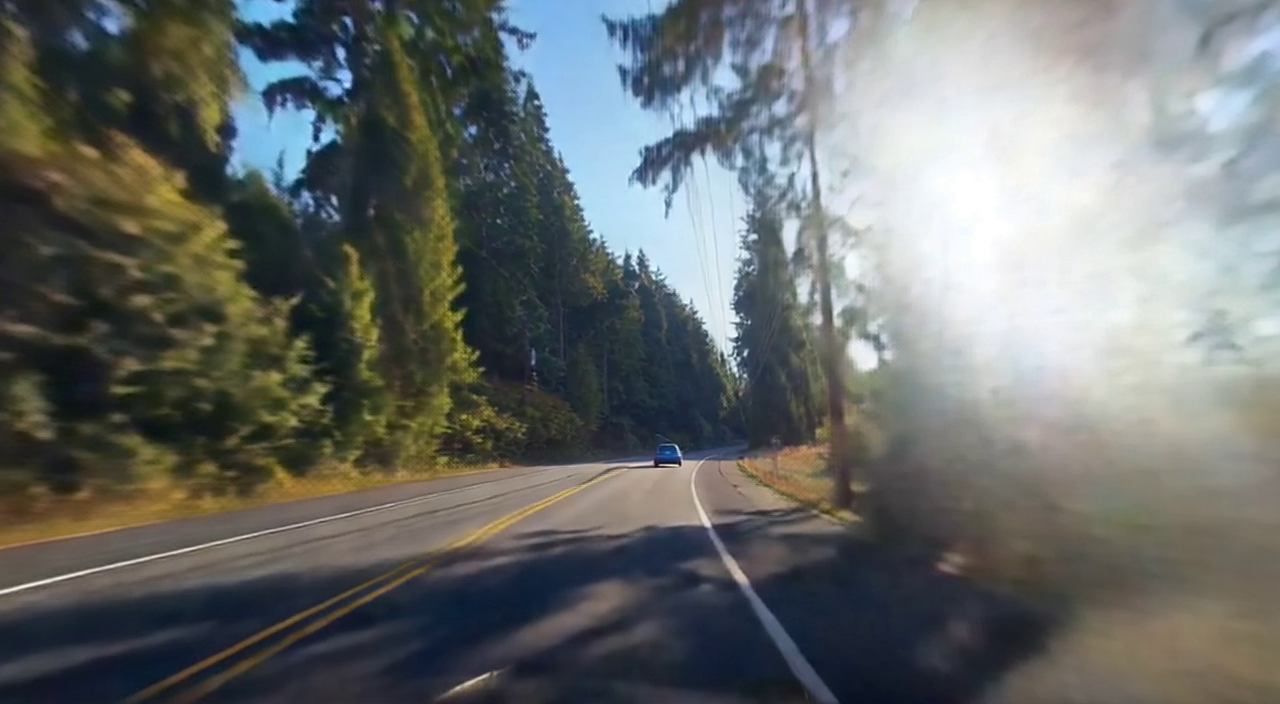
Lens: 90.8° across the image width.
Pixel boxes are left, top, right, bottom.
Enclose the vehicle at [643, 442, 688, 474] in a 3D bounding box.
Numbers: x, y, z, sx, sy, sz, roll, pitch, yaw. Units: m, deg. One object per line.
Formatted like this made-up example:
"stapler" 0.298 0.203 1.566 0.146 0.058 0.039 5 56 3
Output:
"vehicle" 1.374 5.470 32.881 2.059 1.524 3.963 -1 -9 6
